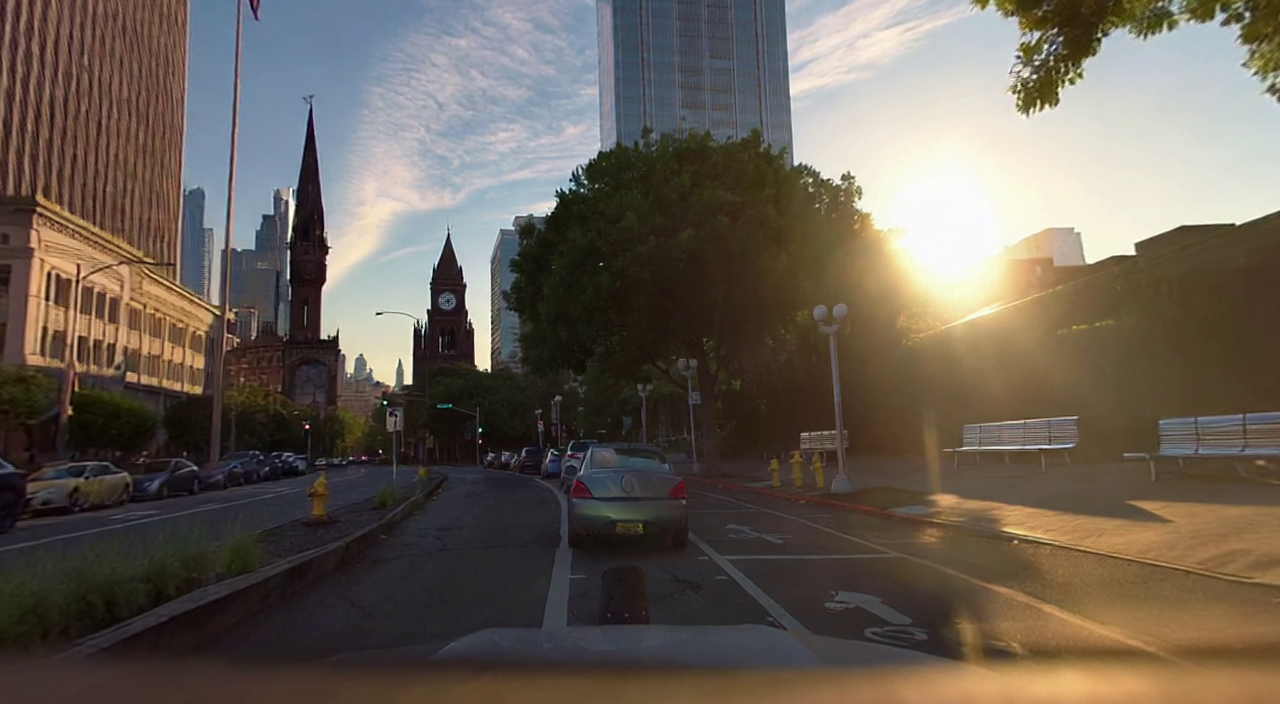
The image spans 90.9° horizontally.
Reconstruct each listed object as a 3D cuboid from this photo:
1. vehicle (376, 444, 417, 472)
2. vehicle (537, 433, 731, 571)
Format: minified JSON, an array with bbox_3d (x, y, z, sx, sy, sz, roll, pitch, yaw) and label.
[{"bbox_3d":[-16.941,7.331,43.973,2.155,1.802,4.520,2,-9,-15],"label":"vehicle"},{"bbox_3d":[-0.253,1.939,9.008,2.142,1.475,4.051,1,-8,-6],"label":"vehicle"}]
